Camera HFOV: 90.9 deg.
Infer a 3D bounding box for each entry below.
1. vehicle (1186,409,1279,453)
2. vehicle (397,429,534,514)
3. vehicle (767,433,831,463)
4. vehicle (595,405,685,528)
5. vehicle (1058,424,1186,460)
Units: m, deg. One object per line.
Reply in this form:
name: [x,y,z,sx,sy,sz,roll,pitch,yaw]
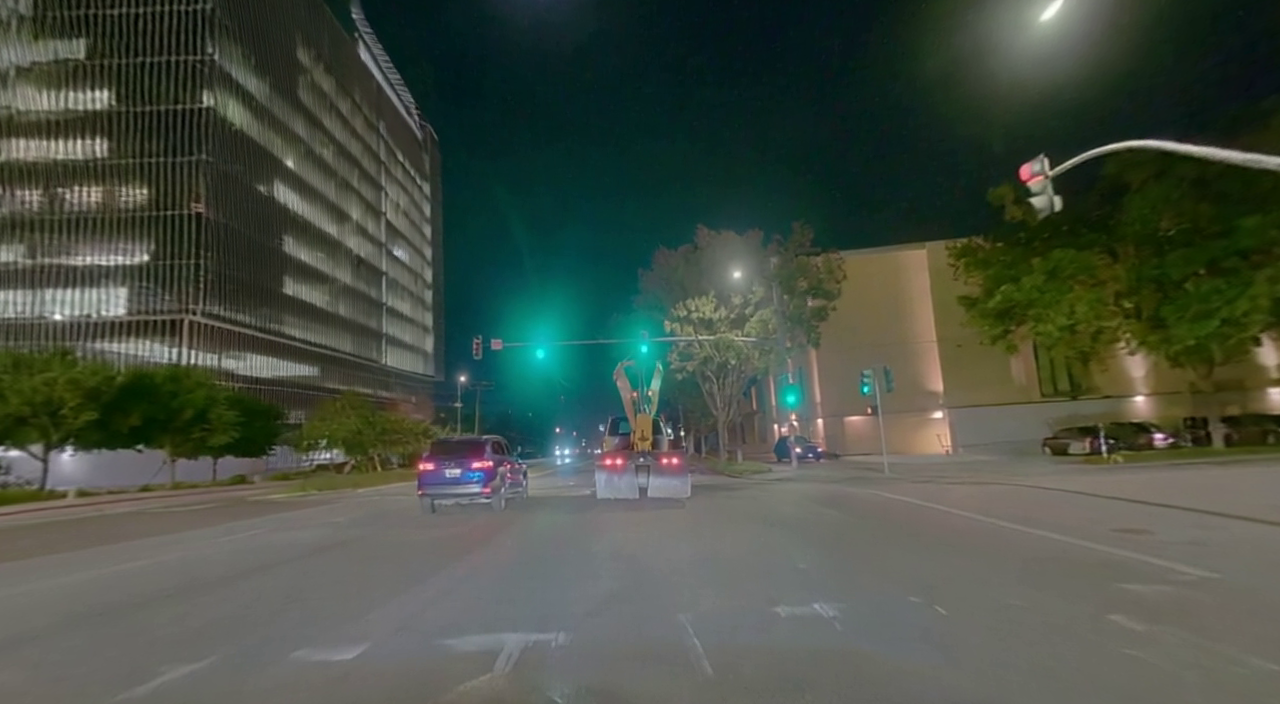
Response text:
vehicle: [28.259,3.608,28.845,4.772,1.868,2.053,0,-9,-6]
vehicle: [-3.915,2.764,15.002,2.081,1.688,4.235,0,-9,-1]
vehicle: [10.272,6.271,41.233,2.186,1.783,4.716,0,-9,-10]
vehicle: [-0.056,4.103,23.728,2.552,3.461,11.044,-1,-9,0]
vehicle: [20.932,3.979,27.626,1.767,1.440,4.261,1,-9,-10]
